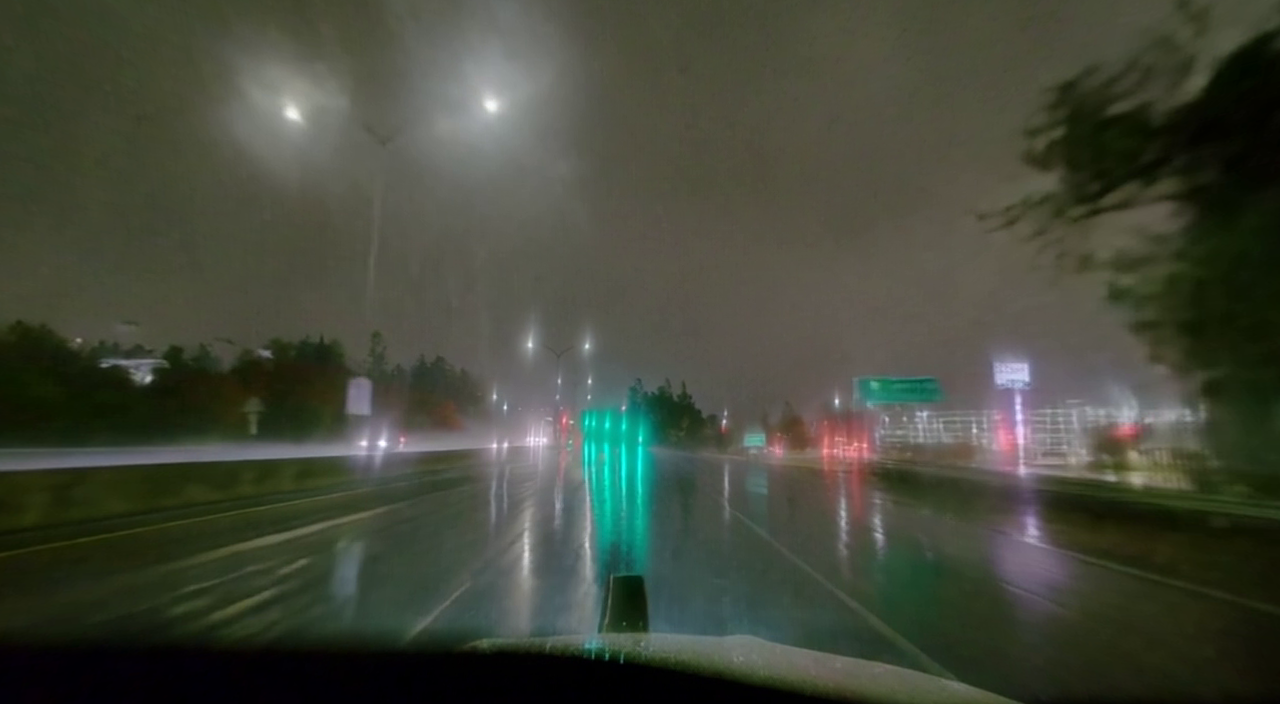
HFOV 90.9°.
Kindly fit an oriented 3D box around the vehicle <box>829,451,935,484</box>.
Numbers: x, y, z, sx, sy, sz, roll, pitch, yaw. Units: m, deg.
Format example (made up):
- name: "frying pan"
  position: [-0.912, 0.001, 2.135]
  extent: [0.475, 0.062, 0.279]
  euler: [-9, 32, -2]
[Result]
- name: "vehicle"
  position: [9.348, 4.490, 24.801]
  extent: [2.635, 1.057, 4.249]
  euler: [1, -8, 2]
